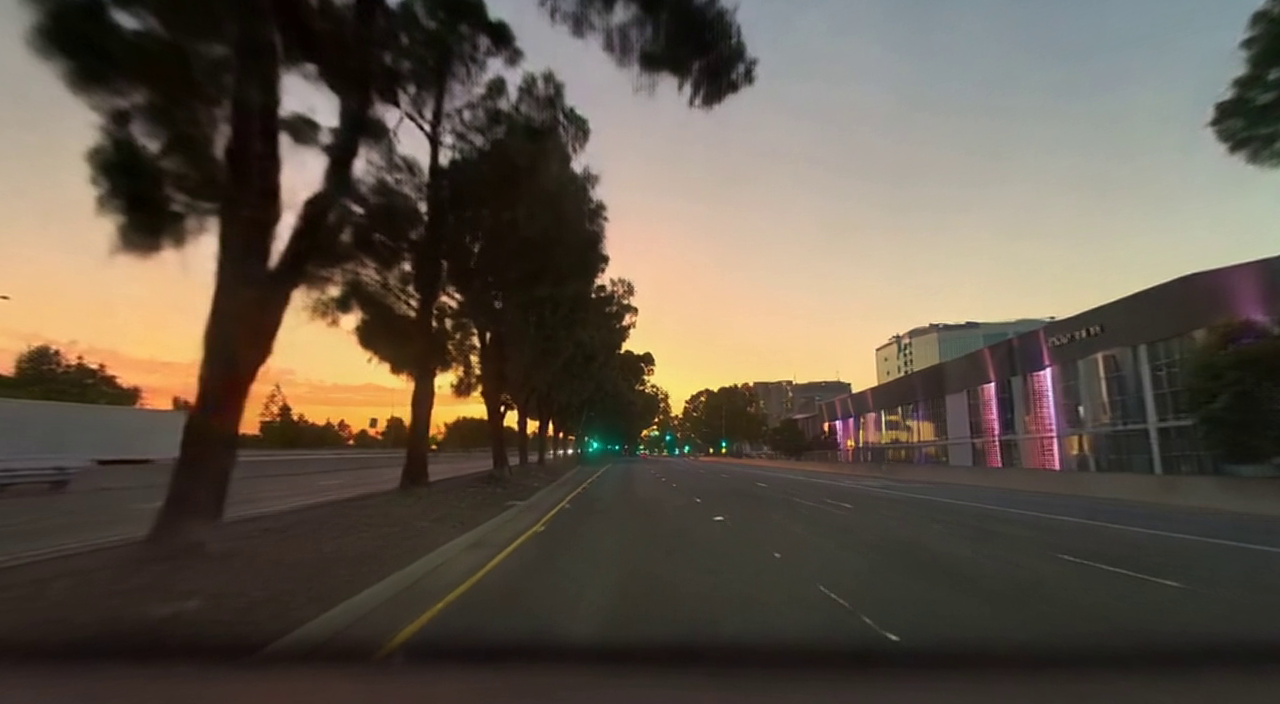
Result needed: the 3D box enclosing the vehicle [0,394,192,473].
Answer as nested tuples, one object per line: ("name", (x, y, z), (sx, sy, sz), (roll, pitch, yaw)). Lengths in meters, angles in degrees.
("vehicle", (-36.560, 4.946, 37.699), (3.270, 4.373, 16.531), (-4, -9, 22))
